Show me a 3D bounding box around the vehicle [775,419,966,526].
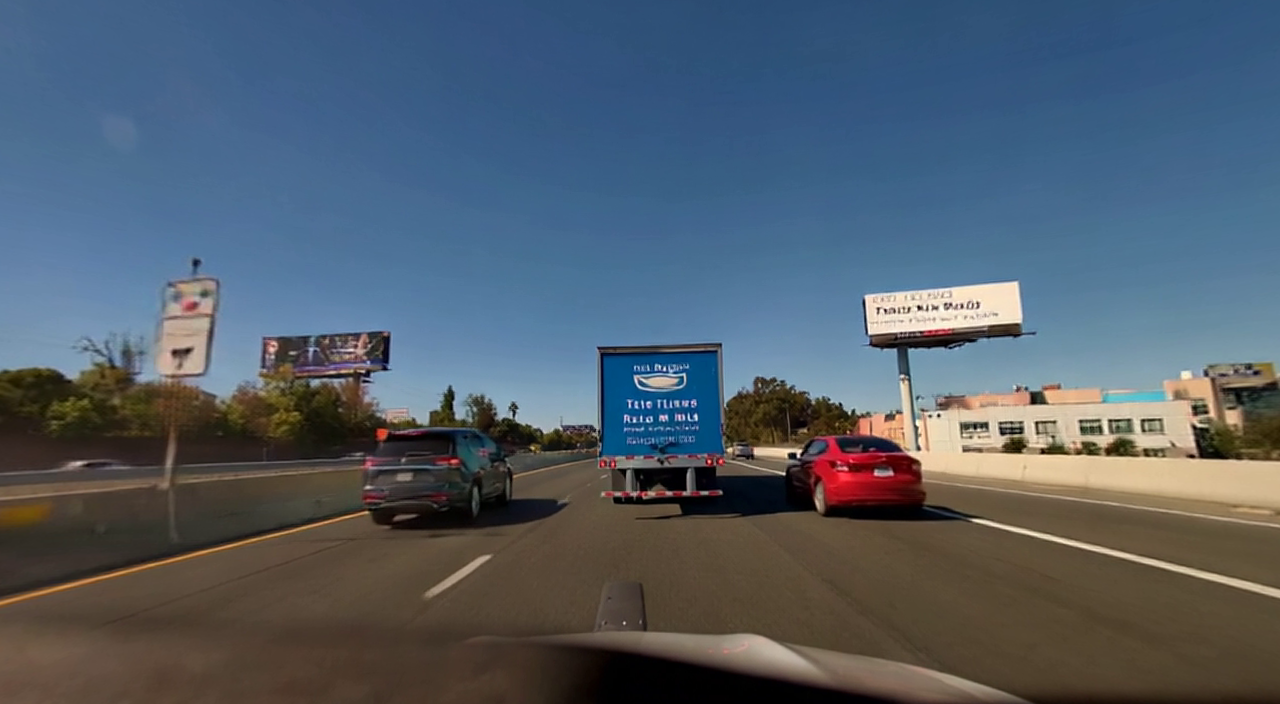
[{"bbox_3d":[4.146,2.246,12.291,2.066,1.692,4.339,0,-8,0],"label":"vehicle"}]

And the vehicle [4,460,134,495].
[{"bbox_3d":[-29.231,6.407,32.504,1.861,1.551,4.728,-2,-8,9],"label":"vehicle"}]

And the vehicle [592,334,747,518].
[{"bbox_3d":[0.652,1.924,15.628,2.733,3.296,8.571,-1,-8,2],"label":"vehicle"}]

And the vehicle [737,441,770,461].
[{"bbox_3d":[8.709,7.625,48.642,1.931,1.495,3.889,-1,-8,2],"label":"vehicle"}]

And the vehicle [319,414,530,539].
[{"bbox_3d":[-3.451,2.092,11.230,2.030,1.757,4.509,-1,-8,2],"label":"vehicle"}]
